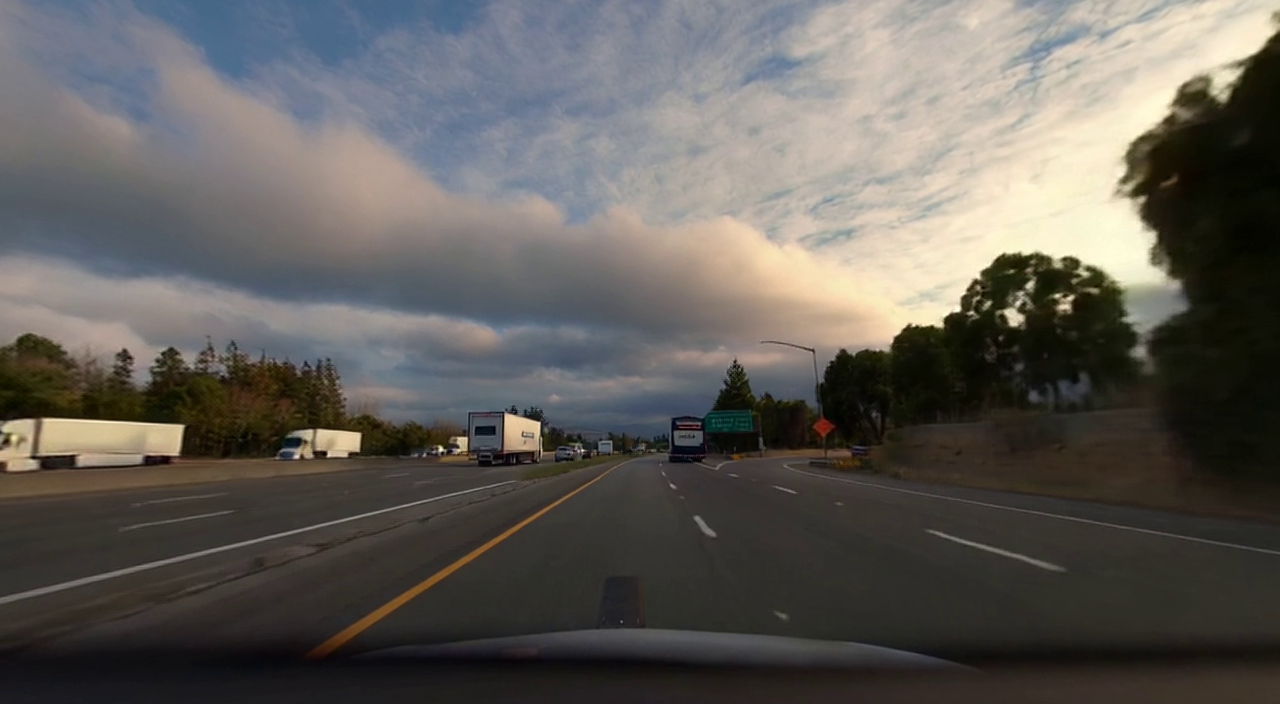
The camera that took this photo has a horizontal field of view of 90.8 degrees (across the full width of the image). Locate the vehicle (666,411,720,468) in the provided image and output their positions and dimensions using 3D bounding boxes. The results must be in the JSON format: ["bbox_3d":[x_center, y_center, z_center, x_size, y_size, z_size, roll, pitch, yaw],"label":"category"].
[{"bbox_3d":[3.677,6.634,47.259,2.928,3.595,13.975,0,-9,0],"label":"vehicle"}]

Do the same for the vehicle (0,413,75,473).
[{"bbox_3d":[-43.404,6.298,43.481,2.885,3.858,6.032,-1,-9,3],"label":"vehicle"}]
